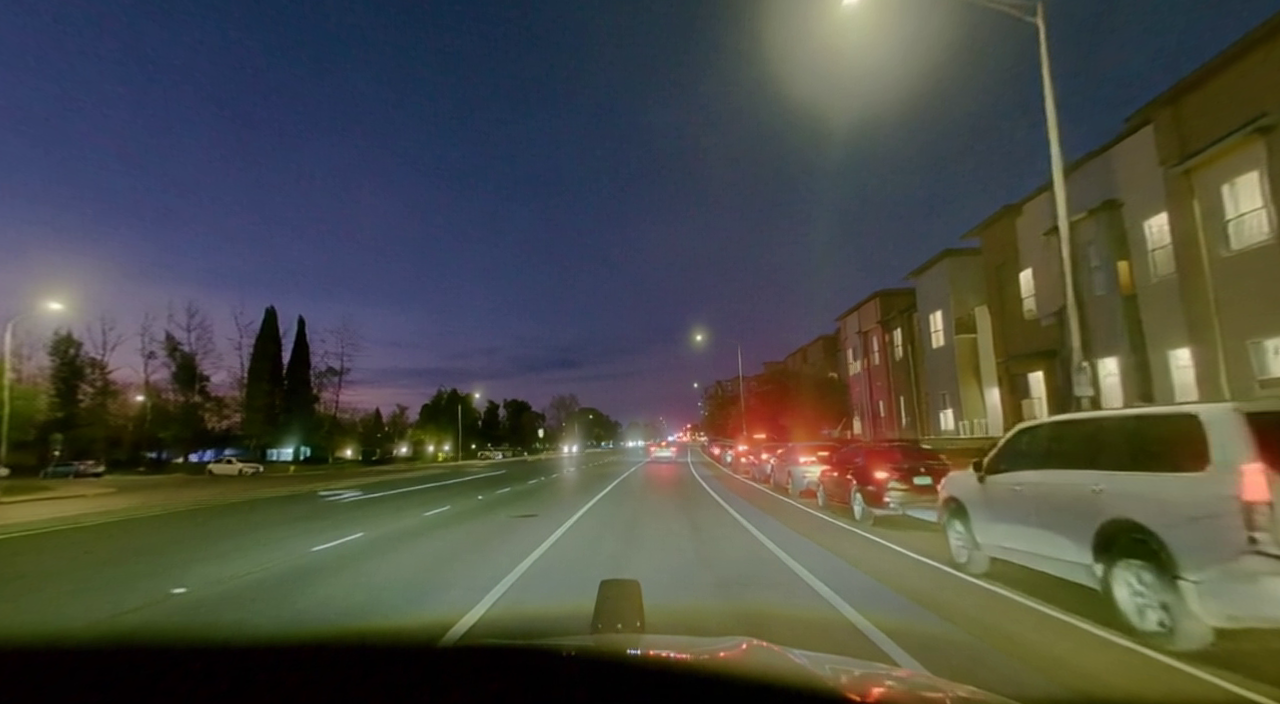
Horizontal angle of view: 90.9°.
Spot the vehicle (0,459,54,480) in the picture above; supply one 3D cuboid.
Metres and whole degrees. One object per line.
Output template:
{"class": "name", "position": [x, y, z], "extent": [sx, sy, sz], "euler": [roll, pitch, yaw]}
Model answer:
{"class": "vehicle", "position": [-45.658, 8.623, 46.227], "extent": [3.970, 1.434, 1.688], "euler": [-2, -8, 10]}

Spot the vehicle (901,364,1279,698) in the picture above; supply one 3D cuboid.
{"class": "vehicle", "position": [4.323, 1.268, 5.531], "extent": [1.973, 1.749, 4.608], "euler": [0, -8, -1]}

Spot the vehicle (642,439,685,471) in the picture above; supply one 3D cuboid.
{"class": "vehicle", "position": [1.181, 5.158, 31.723], "extent": [2.011, 1.480, 4.170], "euler": [0, -8, 2]}

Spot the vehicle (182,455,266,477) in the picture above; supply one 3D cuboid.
{"class": "vehicle", "position": [-29.604, 8.091, 44.963], "extent": [4.591, 1.468, 1.805], "euler": [1, -8, -9]}

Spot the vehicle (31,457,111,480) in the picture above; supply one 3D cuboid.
{"class": "vehicle", "position": [-41.120, 8.411, 45.581], "extent": [4.292, 1.497, 1.883], "euler": [-1, -8, 8]}
